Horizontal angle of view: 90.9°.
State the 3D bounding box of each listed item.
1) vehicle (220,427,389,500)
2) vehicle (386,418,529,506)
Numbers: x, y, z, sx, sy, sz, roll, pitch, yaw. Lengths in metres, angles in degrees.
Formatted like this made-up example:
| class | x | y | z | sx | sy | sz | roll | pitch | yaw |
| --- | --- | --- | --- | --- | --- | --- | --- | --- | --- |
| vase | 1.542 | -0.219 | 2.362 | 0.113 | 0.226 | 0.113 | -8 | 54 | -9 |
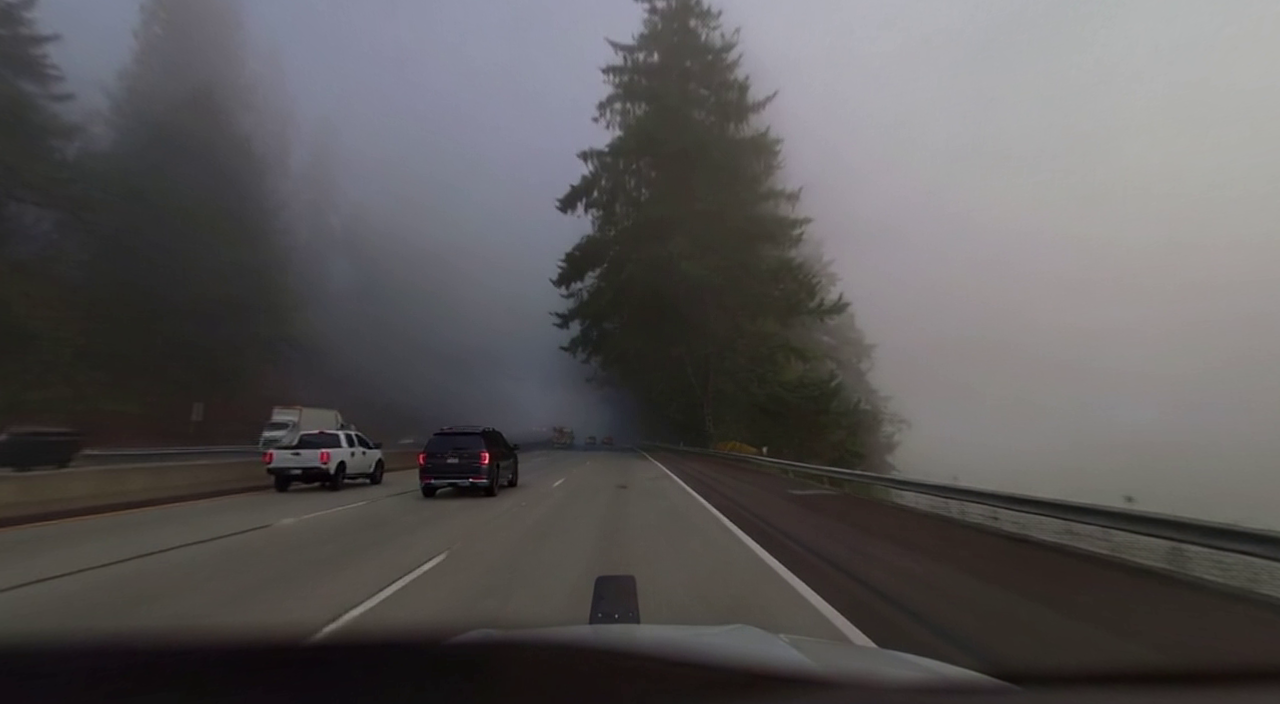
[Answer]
| class | x | y | z | sx | sy | sz | roll | pitch | yaw |
| --- | --- | --- | --- | --- | --- | --- | --- | --- | --- |
| vehicle | -8.031 | 2.668 | 15.594 | 2.000 | 1.552 | 3.946 | 0 | -8 | -1 |
| vehicle | -3.869 | 2.390 | 14.184 | 2.034 | 1.675 | 4.080 | 0 | -8 | -1 |
